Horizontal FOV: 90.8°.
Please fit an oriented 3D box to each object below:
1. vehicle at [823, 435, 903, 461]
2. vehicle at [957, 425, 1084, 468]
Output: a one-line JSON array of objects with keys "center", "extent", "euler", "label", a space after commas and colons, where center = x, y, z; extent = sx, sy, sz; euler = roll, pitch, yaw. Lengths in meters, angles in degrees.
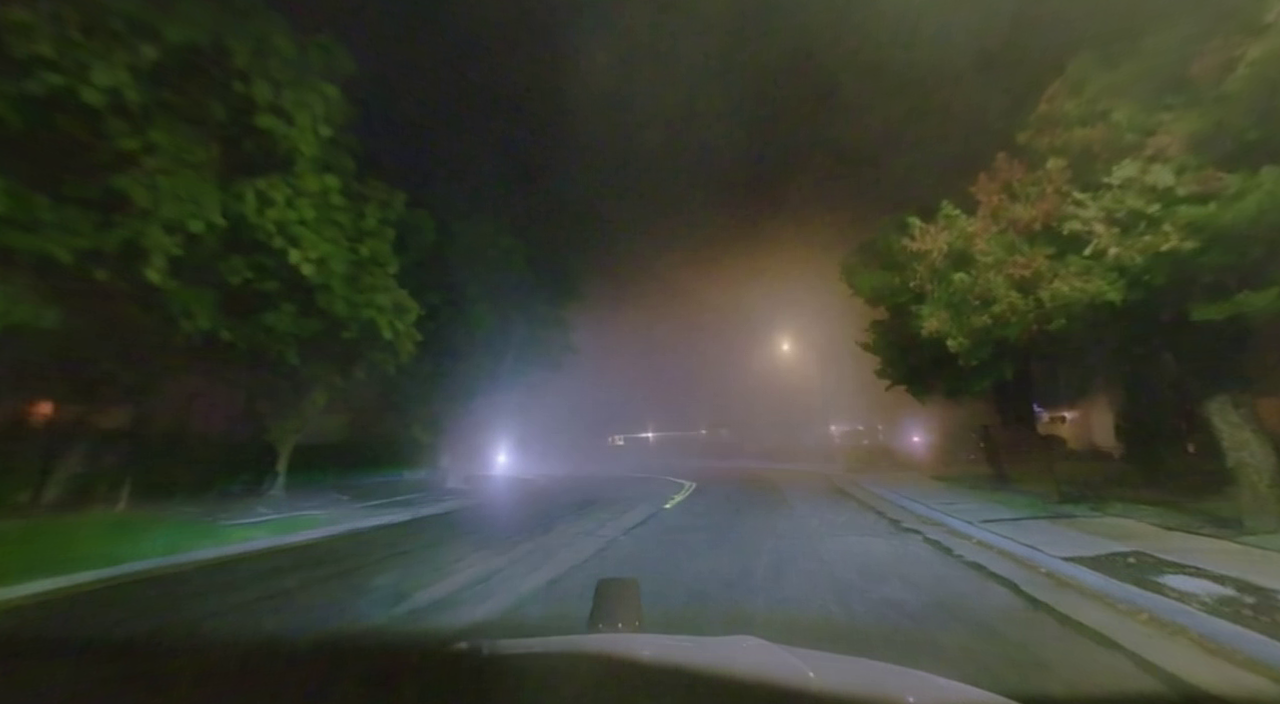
[{"center": [15.337, 6.592, 43.538], "extent": [4.799, 1.451, 2.144], "euler": [0, -8, -20], "label": "vehicle"}, {"center": [17.120, 4.312, 28.647], "extent": [4.327, 1.573, 1.967], "euler": [-6, -10, 10], "label": "vehicle"}]
